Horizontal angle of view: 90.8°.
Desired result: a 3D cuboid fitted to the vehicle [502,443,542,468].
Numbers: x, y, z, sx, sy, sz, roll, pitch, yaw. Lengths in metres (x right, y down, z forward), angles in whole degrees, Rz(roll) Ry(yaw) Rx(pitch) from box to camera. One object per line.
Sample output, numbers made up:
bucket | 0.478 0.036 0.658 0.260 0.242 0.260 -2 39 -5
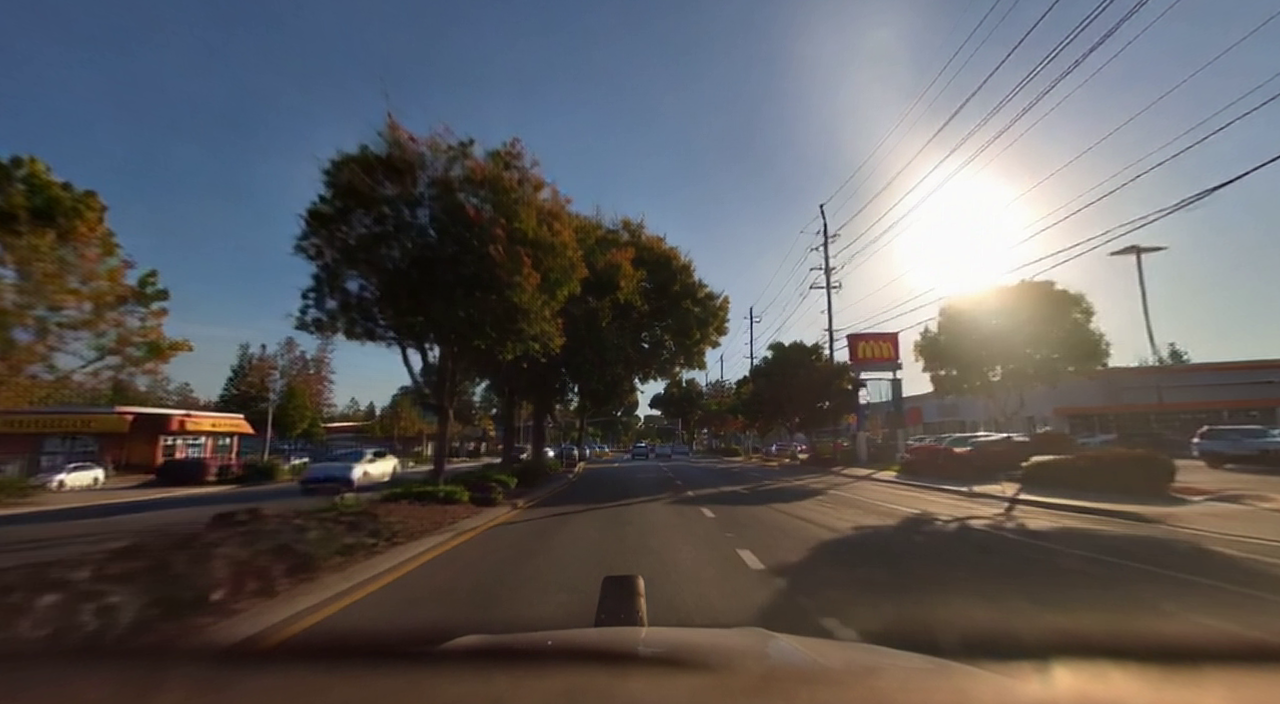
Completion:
vehicle | -8.543 7.529 46.148 2.113 1.703 4.459 0 -8 -1

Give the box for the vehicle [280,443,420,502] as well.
vehicle | -8.660 3.604 19.444 2.043 1.536 4.682 0 -8 1

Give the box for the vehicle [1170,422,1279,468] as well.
vehicle | 23.199 3.516 24.041 2.113 1.582 4.559 0 -8 0

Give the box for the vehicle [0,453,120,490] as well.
vehicle | -28.499 5.778 30.744 4.410 1.609 2.113 0 -8 -1

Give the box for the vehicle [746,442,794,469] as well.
vehicle | 9.400 7.493 46.171 2.358 1.785 5.404 0 -8 0
